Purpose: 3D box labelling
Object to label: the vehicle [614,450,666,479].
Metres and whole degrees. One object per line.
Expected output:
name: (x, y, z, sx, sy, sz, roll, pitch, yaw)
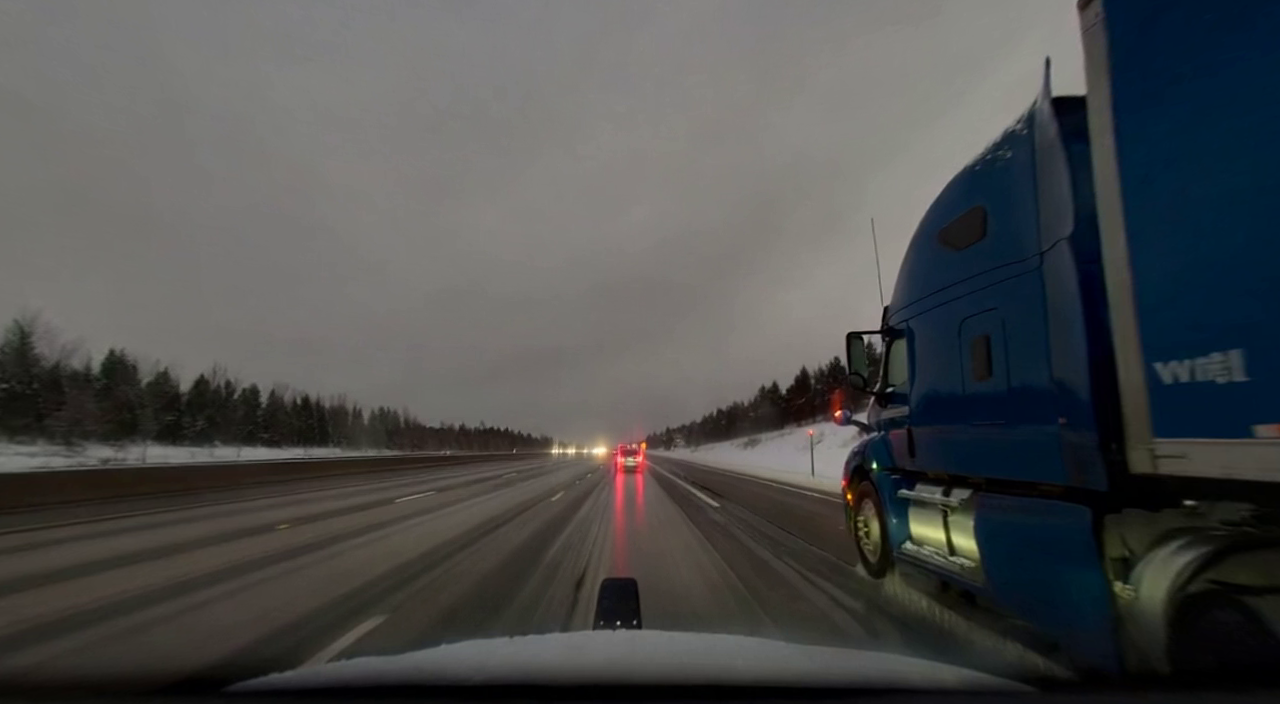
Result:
vehicle: (-0.105, 5.618, 31.712, 2.398, 1.336, 5.698, 0, -9, -2)
